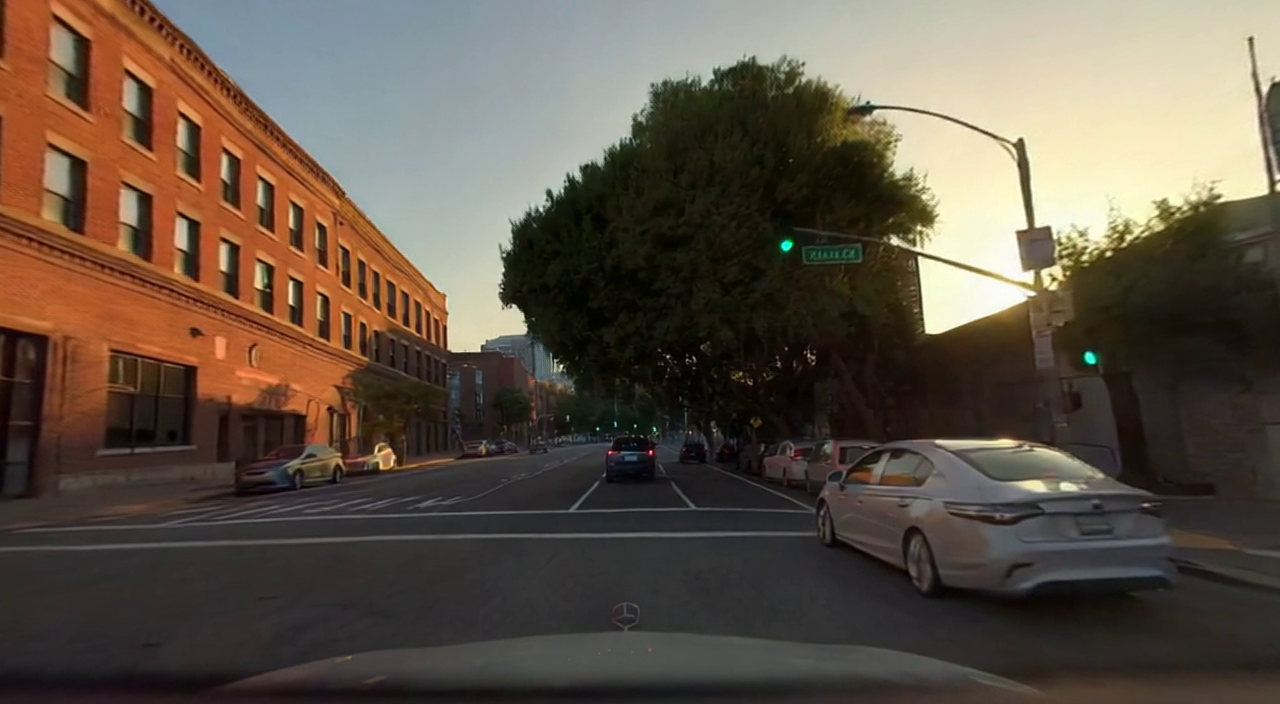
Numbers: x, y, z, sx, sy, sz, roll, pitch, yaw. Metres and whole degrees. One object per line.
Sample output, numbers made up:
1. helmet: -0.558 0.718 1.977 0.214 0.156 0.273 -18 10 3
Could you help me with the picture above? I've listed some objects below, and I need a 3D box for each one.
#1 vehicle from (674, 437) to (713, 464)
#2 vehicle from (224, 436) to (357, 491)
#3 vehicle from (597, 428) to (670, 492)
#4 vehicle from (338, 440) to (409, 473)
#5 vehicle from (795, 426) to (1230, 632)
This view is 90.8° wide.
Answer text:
1. vehicle: 3.079 5.772 37.095 1.852 1.462 4.155 0 -8 -1
2. vehicle: -14.210 4.543 26.241 2.191 2.011 5.556 -1 -8 2
3. vehicle: -0.203 3.493 20.698 2.105 1.842 4.537 0 -8 0
4. vehicle: -14.287 5.626 34.146 1.891 1.659 4.360 0 -8 0
5. vehicle: 3.341 1.663 7.070 2.026 1.499 4.662 0 -8 0
